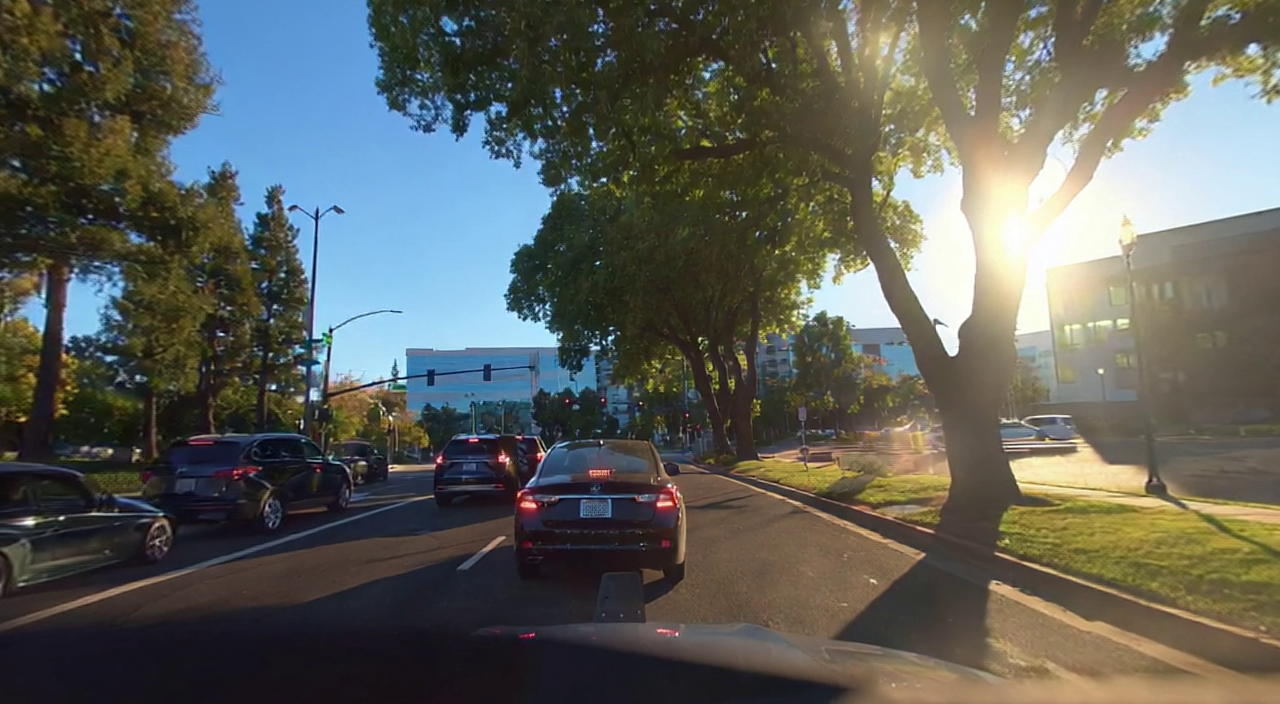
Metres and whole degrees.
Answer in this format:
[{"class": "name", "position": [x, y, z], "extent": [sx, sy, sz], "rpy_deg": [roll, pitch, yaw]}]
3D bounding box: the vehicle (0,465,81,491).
[{"class": "vehicle", "position": [-36.647, 7.548, 38.052], "extent": [4.093, 1.440, 1.804], "rpy_deg": [0, -9, -1]}]

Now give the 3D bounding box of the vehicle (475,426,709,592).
[{"class": "vehicle", "position": [-0.426, 1.719, 7.722], "extent": [2.104, 1.472, 3.946], "rpy_deg": [0, -9, 0]}]

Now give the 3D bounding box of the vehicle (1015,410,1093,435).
[{"class": "vehicle", "position": [30.354, 5.235, 46.479], "extent": [4.627, 1.671, 1.929], "rpy_deg": [-5, -10, 31]}]

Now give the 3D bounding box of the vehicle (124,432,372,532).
[{"class": "vehicle", "position": [-7.278, 2.436, 12.432], "extent": [2.096, 1.593, 4.288], "rpy_deg": [0, -9, 0]}]

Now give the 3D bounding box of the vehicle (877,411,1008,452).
[{"class": "vehicle", "position": [13.918, 3.708, 29.308], "extent": [4.975, 1.809, 1.956], "rpy_deg": [0, -9, 1]}]

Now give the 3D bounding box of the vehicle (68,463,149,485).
[{"class": "vehicle", "position": [-36.435, 8.364, 43.369], "extent": [3.918, 1.423, 1.861], "rpy_deg": [0, -9, 1]}]
